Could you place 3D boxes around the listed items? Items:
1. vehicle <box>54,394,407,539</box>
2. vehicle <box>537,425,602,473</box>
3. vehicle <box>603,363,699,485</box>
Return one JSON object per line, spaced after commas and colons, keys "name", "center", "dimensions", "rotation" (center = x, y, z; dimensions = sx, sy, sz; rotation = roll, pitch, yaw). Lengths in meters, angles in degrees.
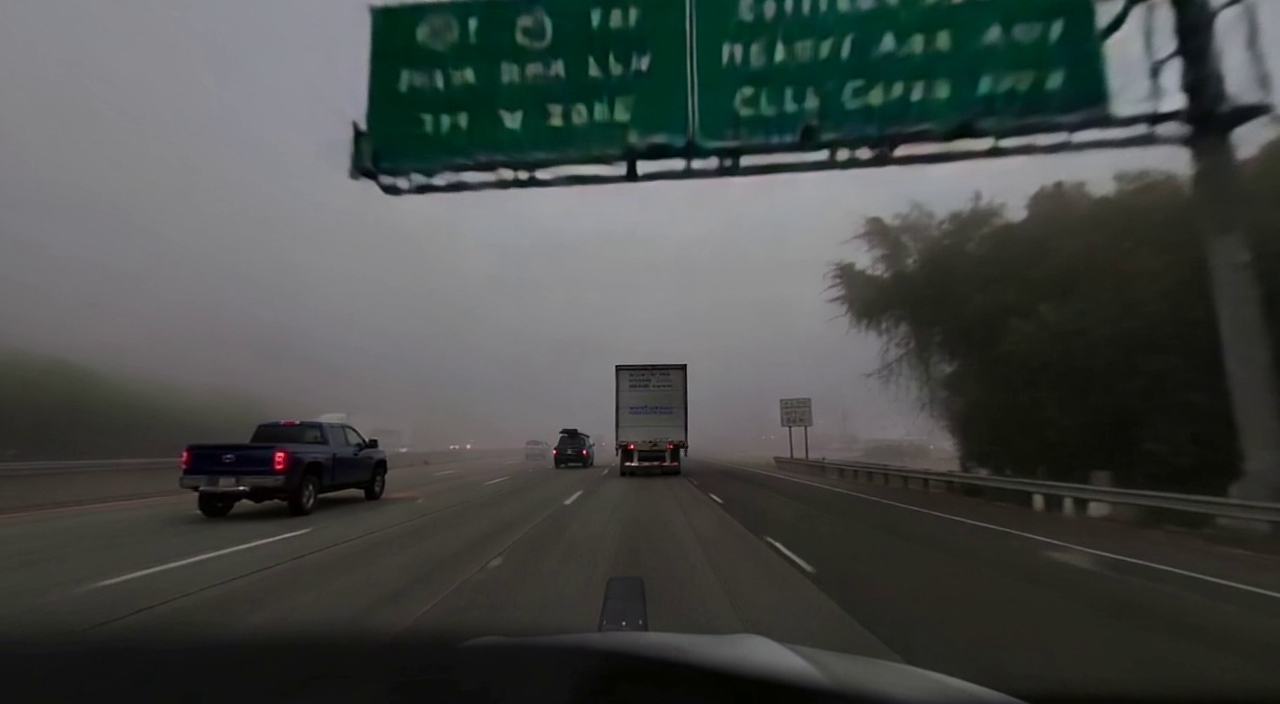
{"name": "vehicle", "center": [-6.745, 2.019, 11.701], "dimensions": [2.479, 1.978, 5.952], "rotation": [0, -9, 1]}
{"name": "vehicle", "center": [-3.233, 4.682, 30.559], "dimensions": [2.379, 2.075, 6.169], "rotation": [0, -9, 1]}
{"name": "vehicle", "center": [0.298, 2.953, 24.479], "dimensions": [2.941, 3.794, 9.851], "rotation": [0, -9, 0]}
